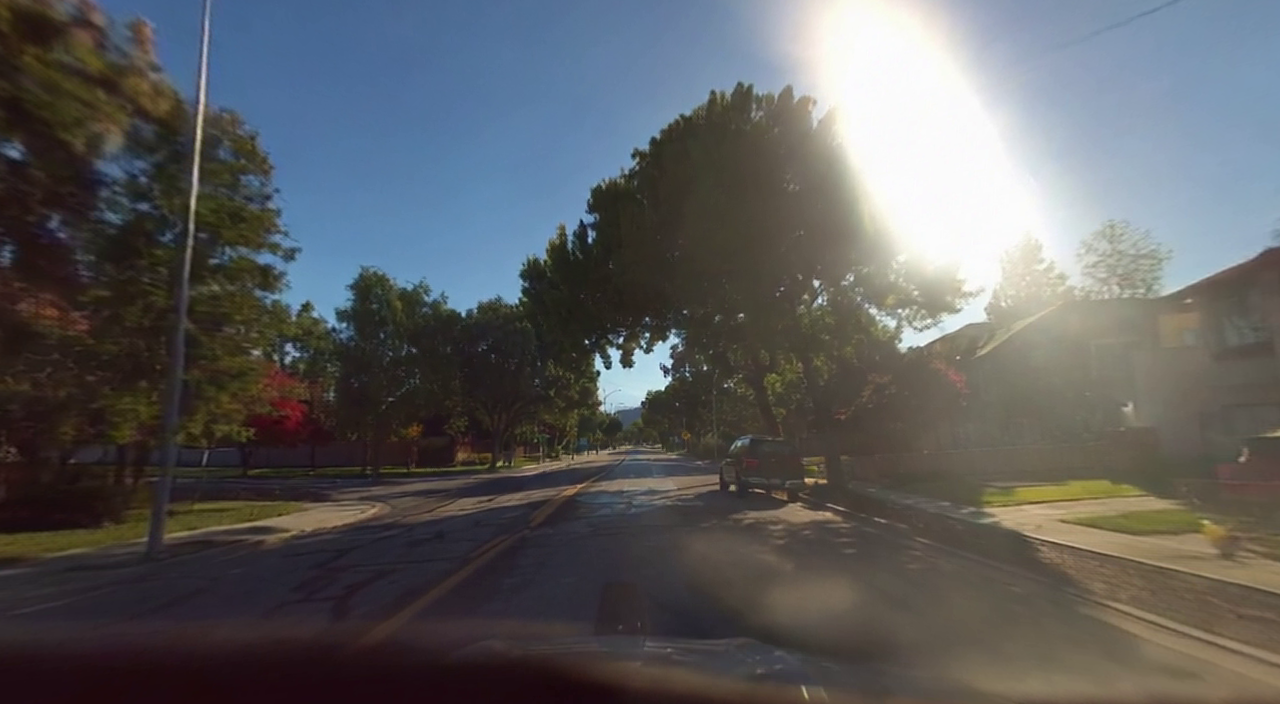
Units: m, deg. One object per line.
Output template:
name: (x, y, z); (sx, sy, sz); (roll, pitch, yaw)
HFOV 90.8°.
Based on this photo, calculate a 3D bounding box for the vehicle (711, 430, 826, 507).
vehicle: (3.206, 3.015, 16.762); (2.086, 1.726, 4.384); (-1, -9, 0)
